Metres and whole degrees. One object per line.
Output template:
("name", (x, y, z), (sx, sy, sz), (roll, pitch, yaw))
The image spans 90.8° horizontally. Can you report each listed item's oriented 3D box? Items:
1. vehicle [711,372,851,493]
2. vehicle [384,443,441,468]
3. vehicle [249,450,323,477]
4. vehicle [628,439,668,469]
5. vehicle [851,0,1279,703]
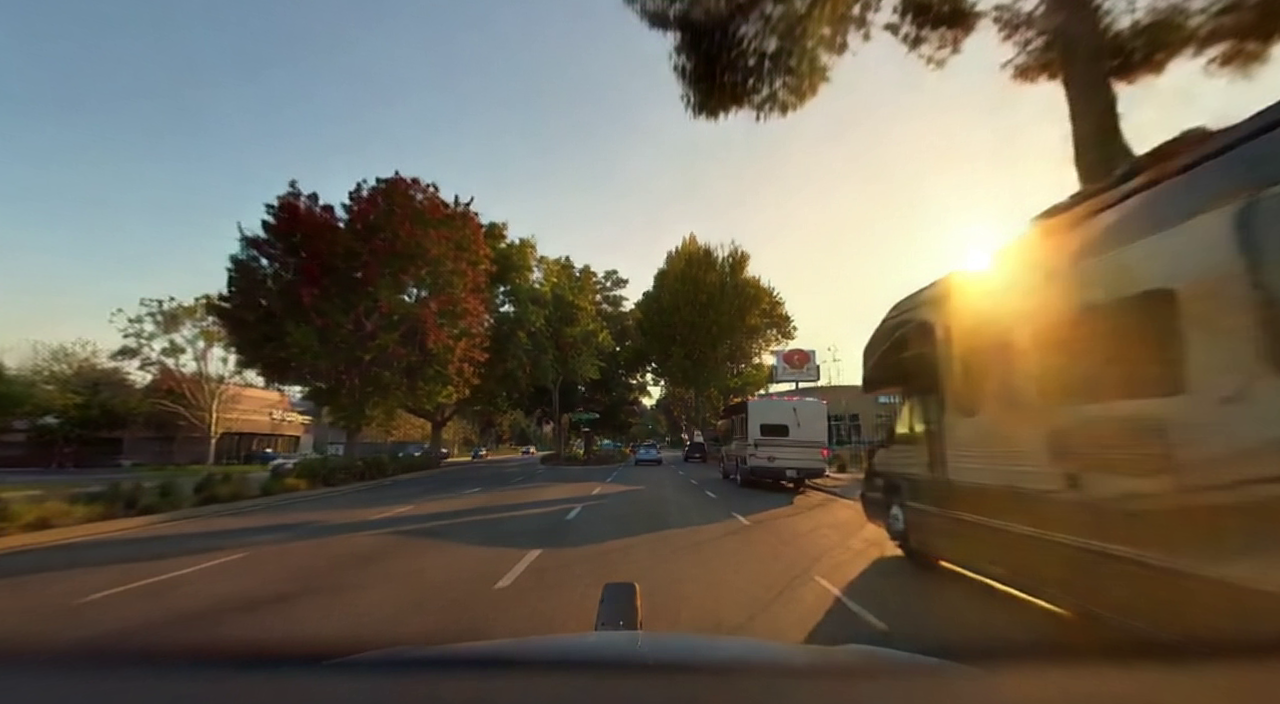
("vehicle", (4.239, 2.785, 21.066), (2.924, 3.250, 7.780), (-1, -9, 1))
("vehicle", (-14.447, 6.577, 40.329), (2.028, 1.535, 4.217), (0, -9, 1))
("vehicle", (-20.506, 6.449, 36.821), (1.796, 1.445, 4.236), (0, -9, 1))
("vehicle", (0.420, 5.669, 35.245), (2.103, 1.506, 4.742), (0, -9, 0))
("vehicle", (4.124, -0.055, 3.705), (2.896, 3.921, 8.415), (0, -9, 1))
